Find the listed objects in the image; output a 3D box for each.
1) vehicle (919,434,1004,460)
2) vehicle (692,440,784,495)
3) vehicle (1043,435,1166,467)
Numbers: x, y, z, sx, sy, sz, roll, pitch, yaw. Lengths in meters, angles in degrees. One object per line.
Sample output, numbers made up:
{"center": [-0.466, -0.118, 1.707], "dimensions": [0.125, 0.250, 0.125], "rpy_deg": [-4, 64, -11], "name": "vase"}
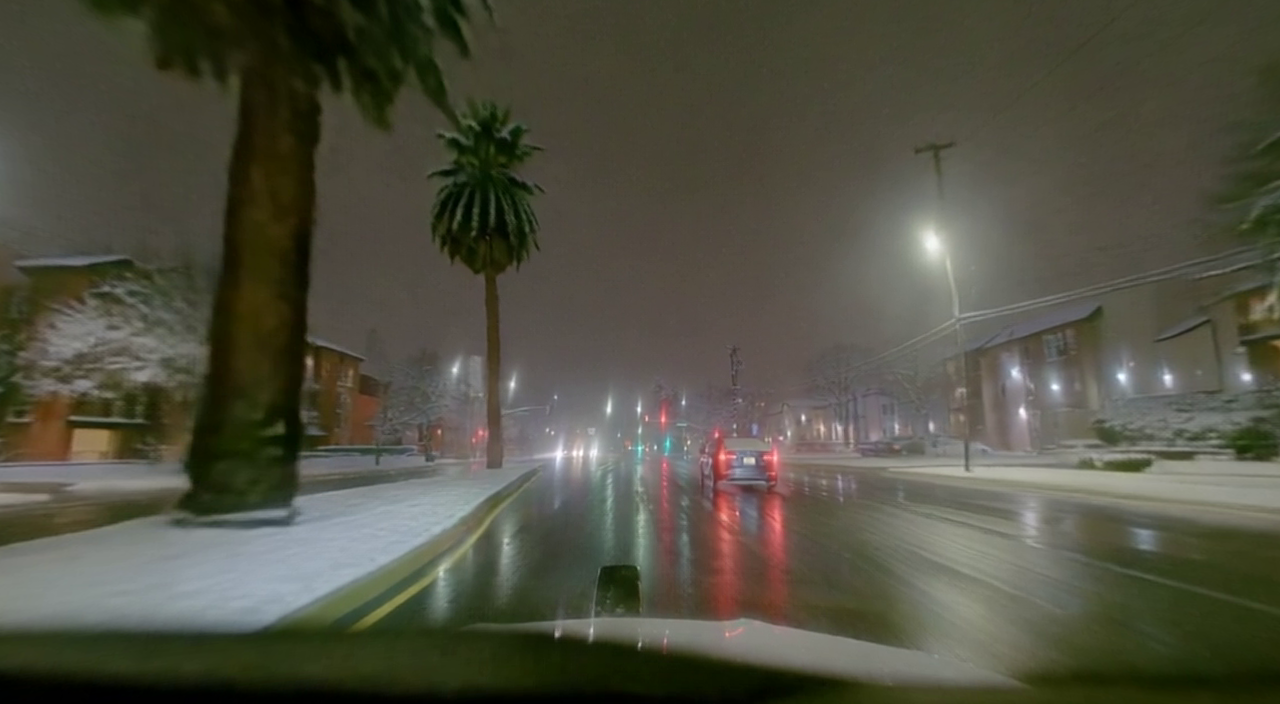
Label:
{"center": [22.282, 6.597, 43.941], "dimensions": [4.781, 1.600, 1.986], "rpy_deg": [-3, -8, 1], "name": "vehicle"}
{"center": [2.798, 3.395, 19.023], "dimensions": [1.964, 1.448, 4.295], "rpy_deg": [0, -8, -2], "name": "vehicle"}
{"center": [22.176, 4.740, 30.270], "dimensions": [4.472, 1.451, 1.842], "rpy_deg": [0, -8, -1], "name": "vehicle"}
